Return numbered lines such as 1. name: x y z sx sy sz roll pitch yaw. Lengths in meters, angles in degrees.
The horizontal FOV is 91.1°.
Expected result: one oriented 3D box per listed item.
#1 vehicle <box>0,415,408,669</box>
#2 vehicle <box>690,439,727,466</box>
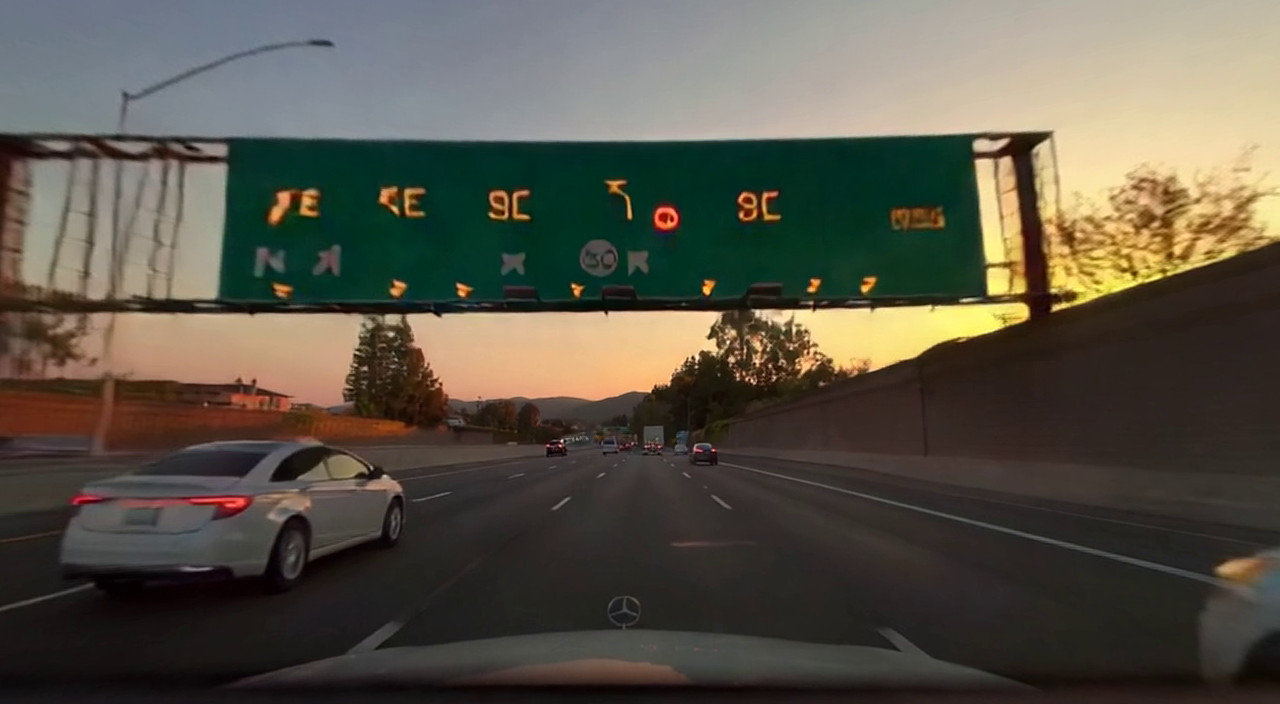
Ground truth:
1. vehicle: -3.956 1.425 5.827 1.947 1.479 4.114 0 -8 1
2. vehicle: 4.474 6.631 41.435 2.046 1.655 4.143 0 -8 1
